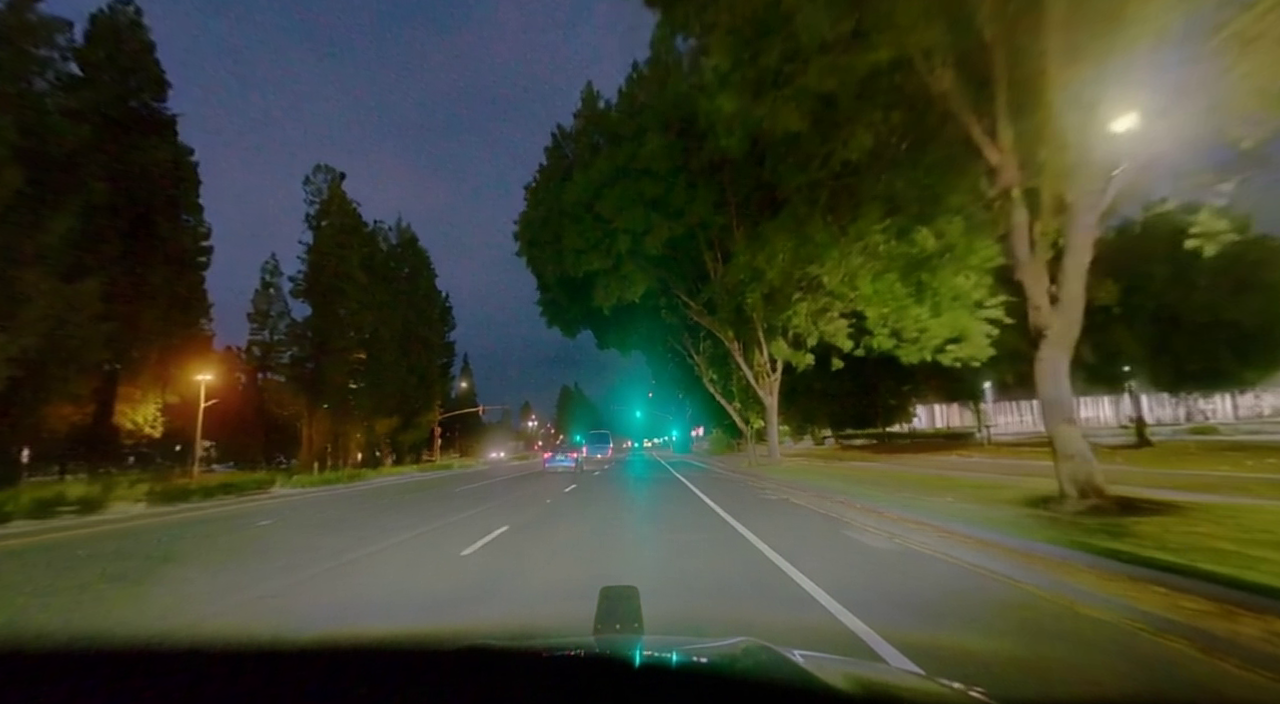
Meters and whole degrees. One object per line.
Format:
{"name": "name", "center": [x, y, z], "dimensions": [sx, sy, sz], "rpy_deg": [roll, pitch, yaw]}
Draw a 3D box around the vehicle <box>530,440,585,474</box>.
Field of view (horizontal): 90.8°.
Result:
{"name": "vehicle", "center": [-3.842, 4.955, 30.012], "dimensions": [2.009, 1.473, 4.028], "rpy_deg": [0, -8, 1]}
